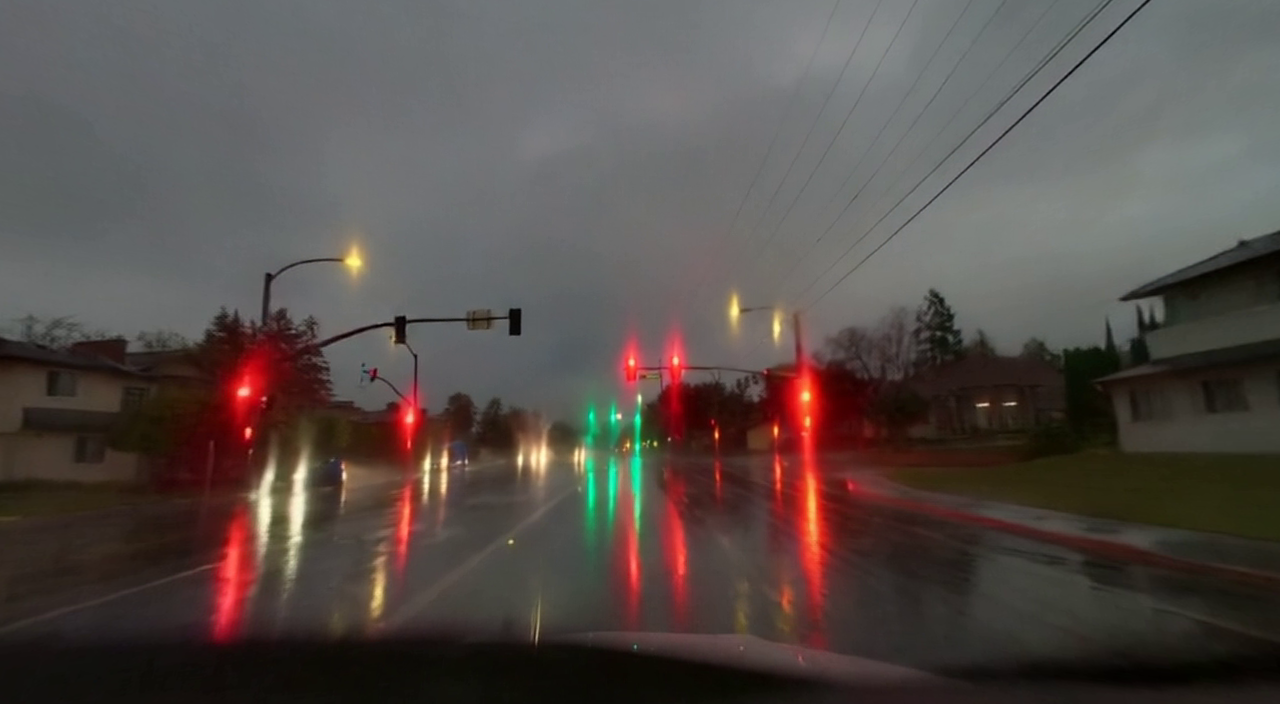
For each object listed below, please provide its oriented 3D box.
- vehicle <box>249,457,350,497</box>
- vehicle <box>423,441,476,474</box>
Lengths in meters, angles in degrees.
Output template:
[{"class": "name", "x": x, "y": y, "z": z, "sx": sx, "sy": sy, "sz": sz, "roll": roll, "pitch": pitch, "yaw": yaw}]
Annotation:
[{"class": "vehicle", "x": -14.115, "y": 5.179, "z": 26.510, "sx": 1.888, "sy": 1.470, "sz": 4.282, "roll": 0, "pitch": -8, "yaw": -1}, {"class": "vehicle", "x": -13.899, "y": 7.713, "z": 46.424, "sx": 2.346, "sy": 2.217, "sz": 5.290, "roll": 0, "pitch": -8, "yaw": -2}]
